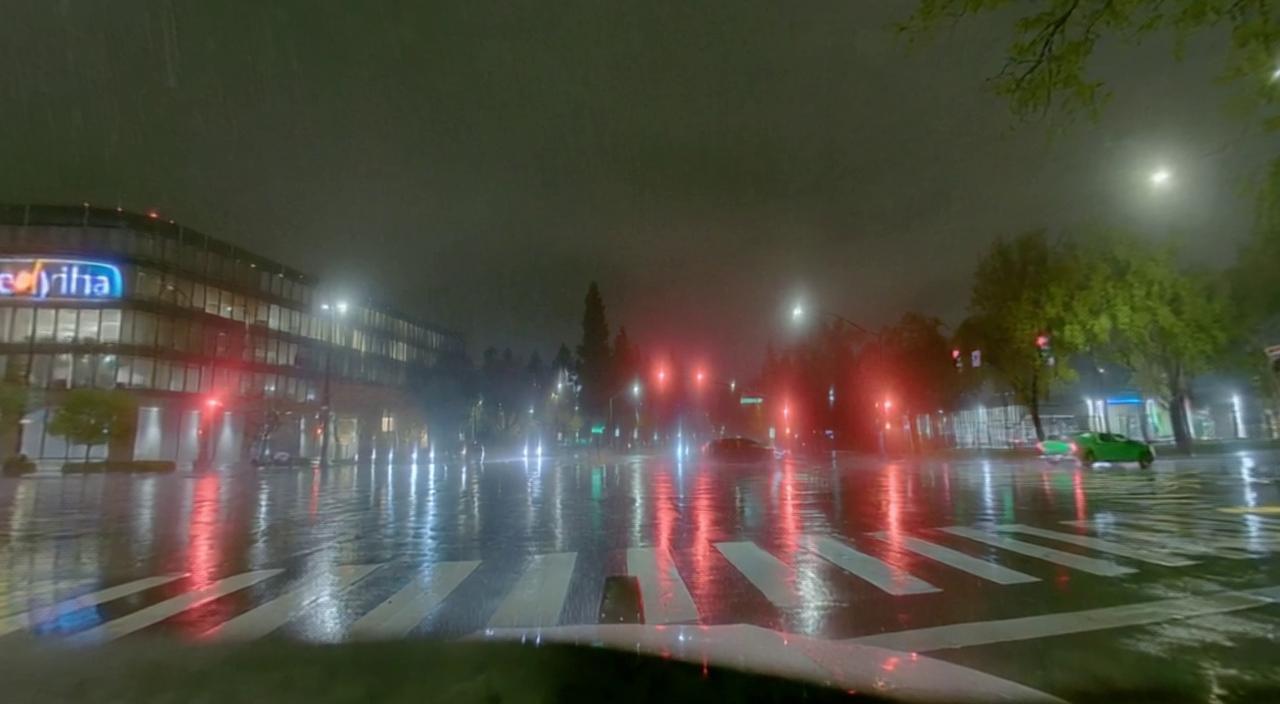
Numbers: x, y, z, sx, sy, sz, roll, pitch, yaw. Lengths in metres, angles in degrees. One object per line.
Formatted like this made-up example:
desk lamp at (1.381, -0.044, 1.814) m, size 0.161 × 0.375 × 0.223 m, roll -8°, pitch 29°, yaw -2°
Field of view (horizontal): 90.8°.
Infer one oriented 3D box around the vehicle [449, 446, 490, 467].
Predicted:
vehicle at (-12.618, 7.767, 47.091) m, size 1.946 × 1.474 × 4.008 m, roll 0°, pitch -9°, yaw 0°

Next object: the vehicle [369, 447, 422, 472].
vehicle at (-16.259, 7.142, 42.240) m, size 1.883 × 1.586 × 4.297 m, roll 0°, pitch -9°, yaw 0°

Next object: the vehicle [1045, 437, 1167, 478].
vehicle at (23.810, 5.335, 32.271) m, size 5.667 × 1.927 × 2.289 m, roll 4°, pitch -9°, yaw -23°

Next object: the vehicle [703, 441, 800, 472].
vehicle at (5.620, 5.266, 31.921) m, size 4.457 × 1.464 × 1.879 m, roll -4°, pitch -9°, yaw 24°
